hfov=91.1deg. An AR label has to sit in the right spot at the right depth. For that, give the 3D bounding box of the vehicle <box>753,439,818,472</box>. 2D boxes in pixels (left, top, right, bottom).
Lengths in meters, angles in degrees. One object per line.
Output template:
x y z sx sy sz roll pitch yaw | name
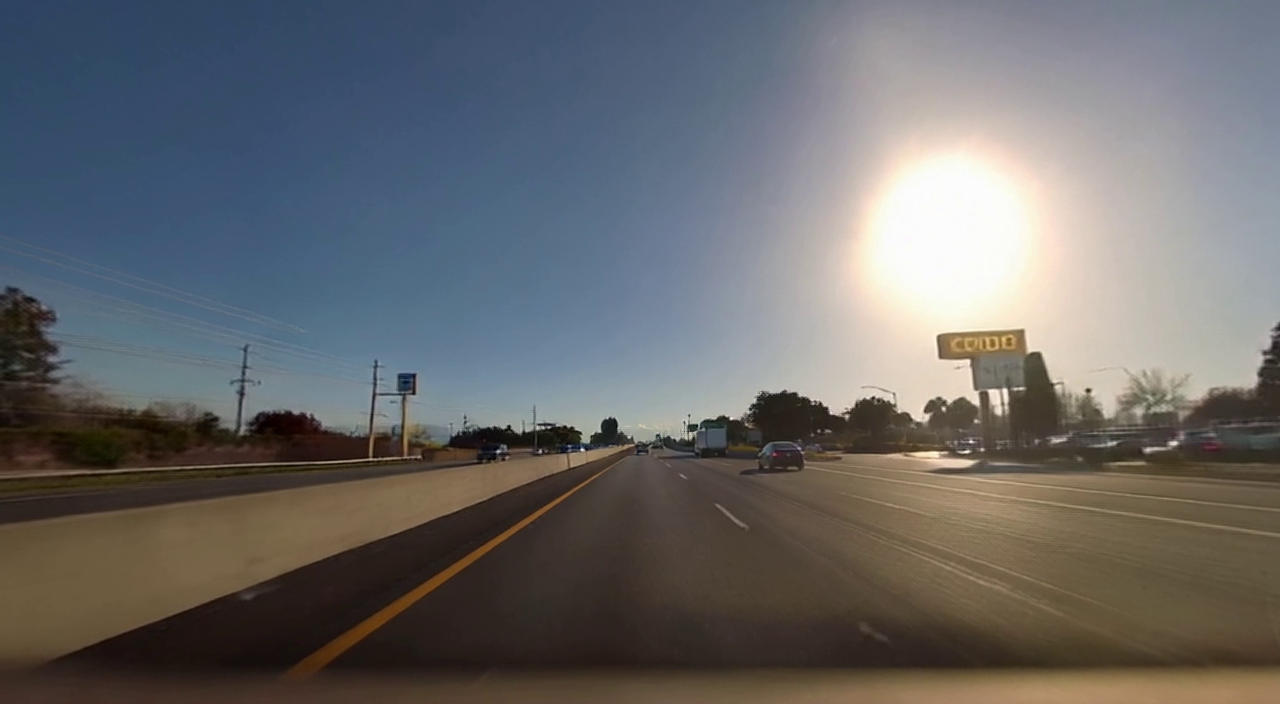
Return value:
7.338 5.297 32.316 2.079 1.518 5.032 0 -8 -1 | vehicle
